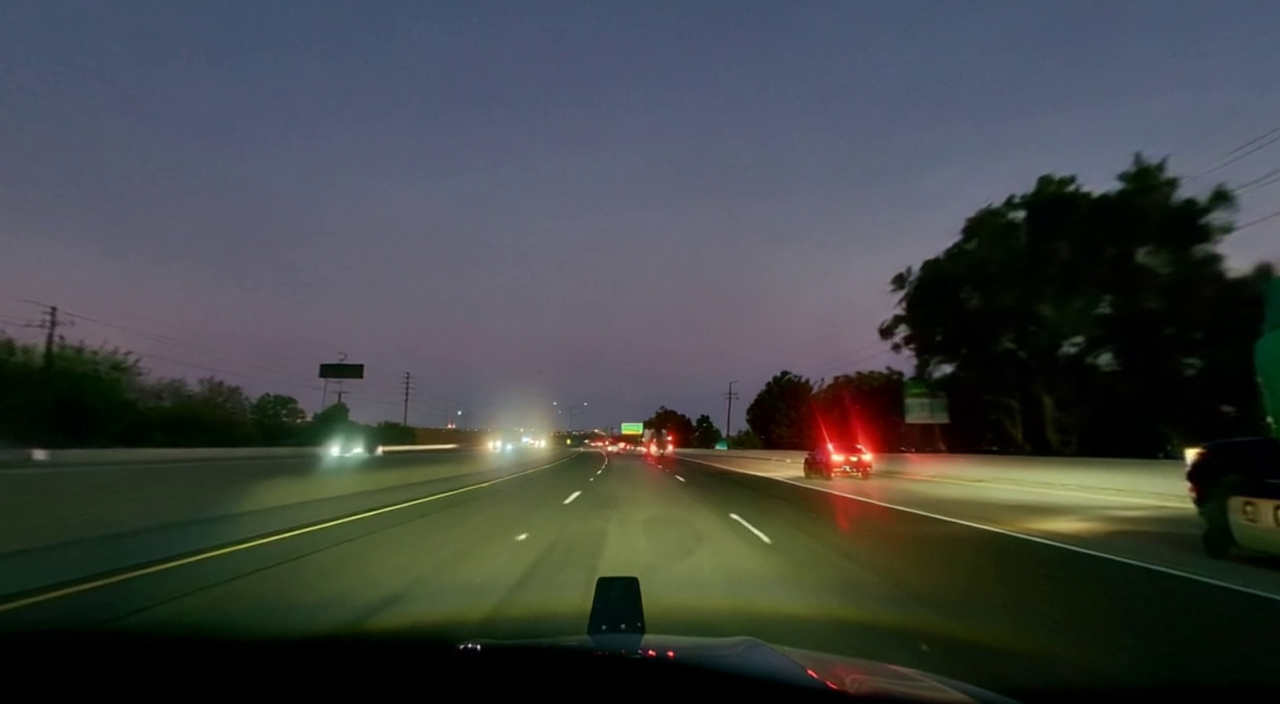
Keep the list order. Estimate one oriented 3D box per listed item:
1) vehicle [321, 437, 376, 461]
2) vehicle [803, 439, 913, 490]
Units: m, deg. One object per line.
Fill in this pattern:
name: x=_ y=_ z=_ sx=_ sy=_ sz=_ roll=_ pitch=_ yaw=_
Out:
vehicle: x=-21.671 y=7.210 z=47.103 sx=1.990 sy=1.710 sz=4.556 roll=0 pitch=-8 yaw=-2
vehicle: x=7.013 y=3.644 z=20.901 sx=1.905 sy=1.480 sz=4.624 roll=0 pitch=-8 yaw=-1
